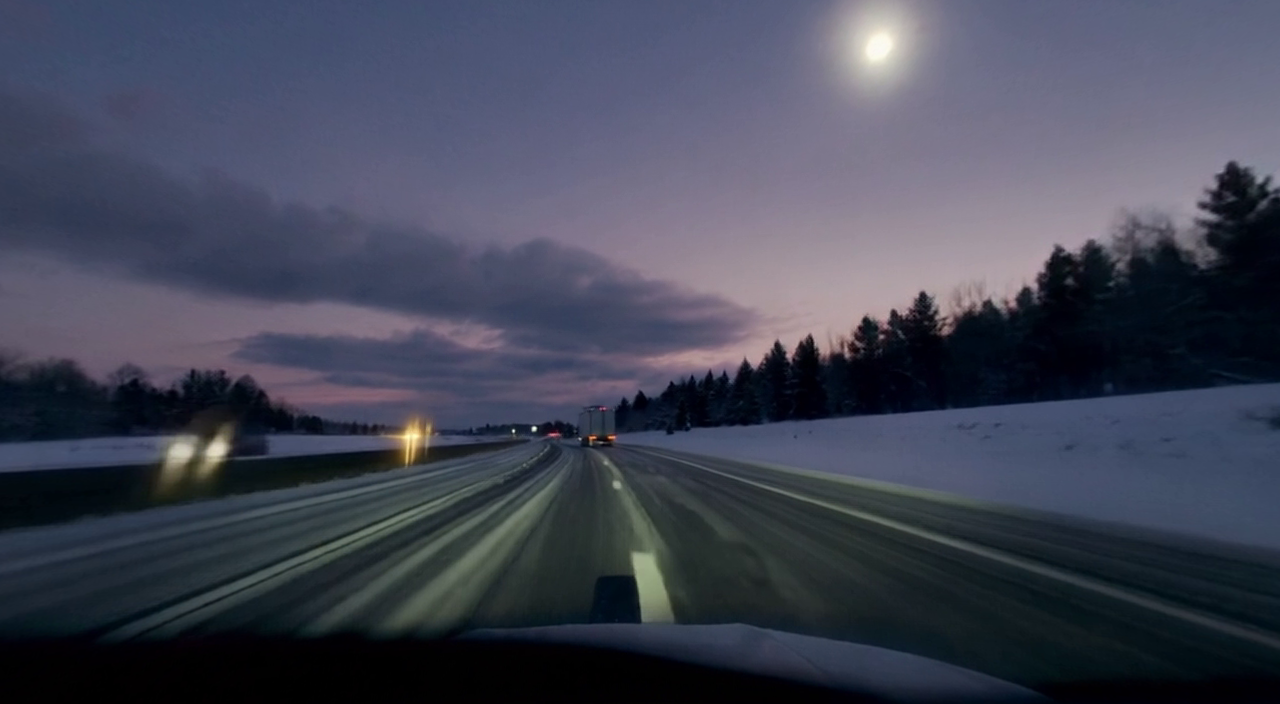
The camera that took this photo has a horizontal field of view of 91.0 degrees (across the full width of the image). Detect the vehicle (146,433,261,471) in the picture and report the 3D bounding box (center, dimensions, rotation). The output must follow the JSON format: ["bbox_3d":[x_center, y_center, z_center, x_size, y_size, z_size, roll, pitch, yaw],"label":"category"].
[{"bbox_3d":[-18.483,4.241,26.936,2.073,1.459,4.333,0,-8,-5],"label":"vehicle"}]
